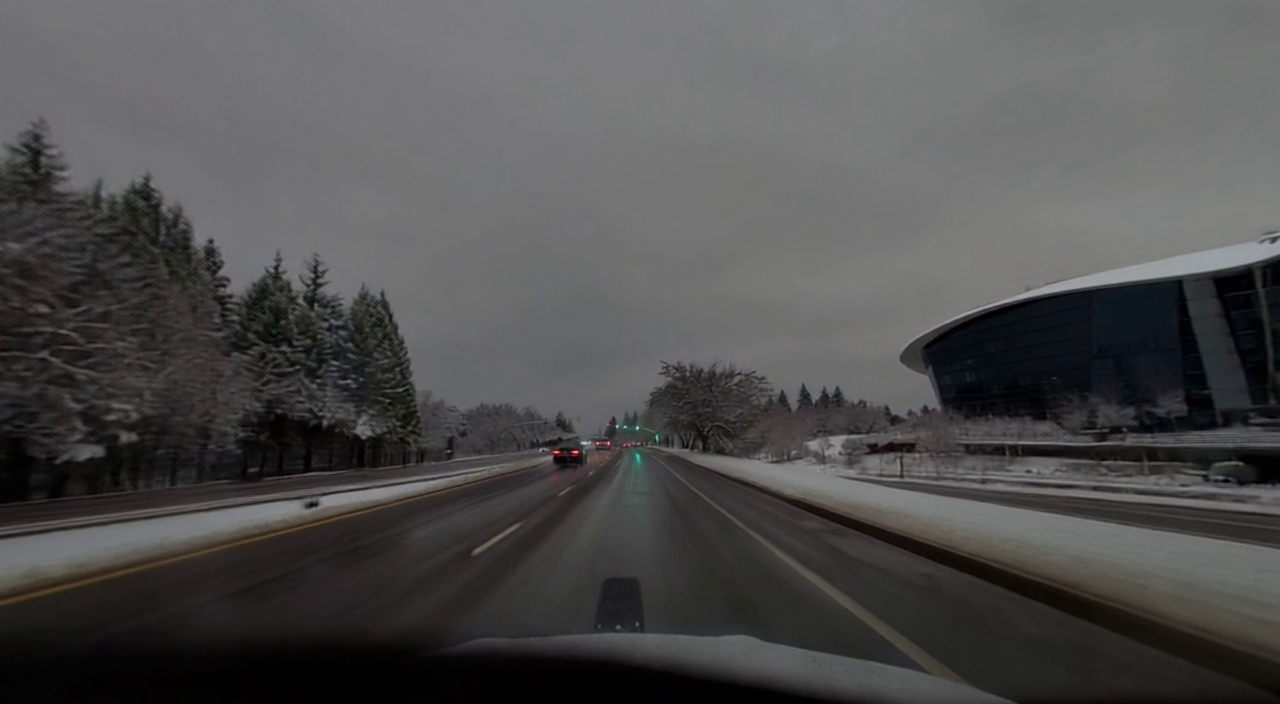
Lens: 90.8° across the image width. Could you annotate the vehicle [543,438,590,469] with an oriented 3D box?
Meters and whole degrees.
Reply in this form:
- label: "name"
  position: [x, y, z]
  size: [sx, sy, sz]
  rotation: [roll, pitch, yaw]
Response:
- label: "vehicle"
  position: [-3.871, 5.398, 33.849]
  size: [1.984, 1.521, 4.682]
  rotation: [0, -8, 0]
